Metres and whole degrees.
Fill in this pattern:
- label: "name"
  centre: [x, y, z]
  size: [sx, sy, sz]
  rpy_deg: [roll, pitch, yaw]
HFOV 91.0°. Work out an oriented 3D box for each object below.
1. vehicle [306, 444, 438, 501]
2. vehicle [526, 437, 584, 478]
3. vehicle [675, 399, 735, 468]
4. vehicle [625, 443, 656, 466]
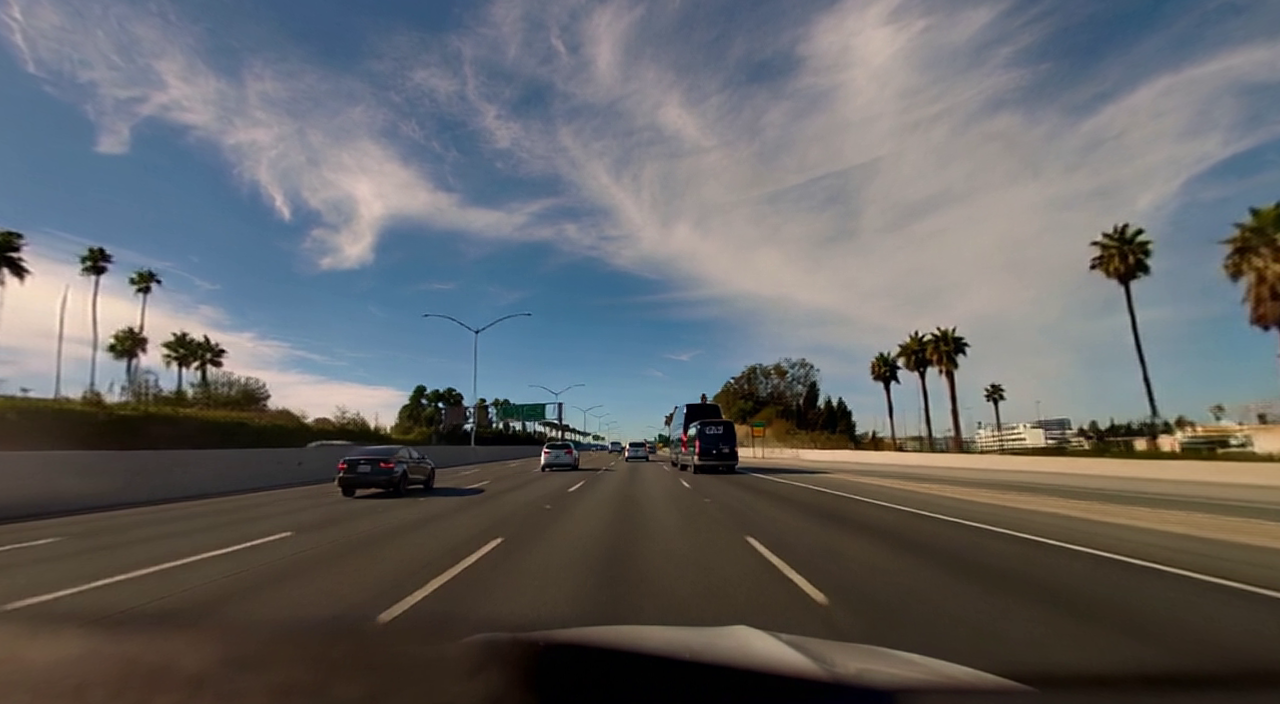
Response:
- label: "vehicle"
  centre: [-7.863, 3.554, 19.032]
  size: [2.050, 1.487, 4.372]
  rpy_deg: [0, -9, 0]
- label: "vehicle"
  centre: [-3.718, 4.711, 28.192]
  size: [2.017, 1.683, 4.094]
  rpy_deg: [0, -9, 0]
- label: "vehicle"
  centre: [4.004, 5.358, 40.881]
  size: [3.086, 3.984, 8.371]
  rpy_deg: [0, -9, 1]
- label: "vehicle"
  centre: [0.029, 7.207, 44.412]
  size: [2.085, 1.507, 4.096]
  rpy_deg: [0, -9, 0]
